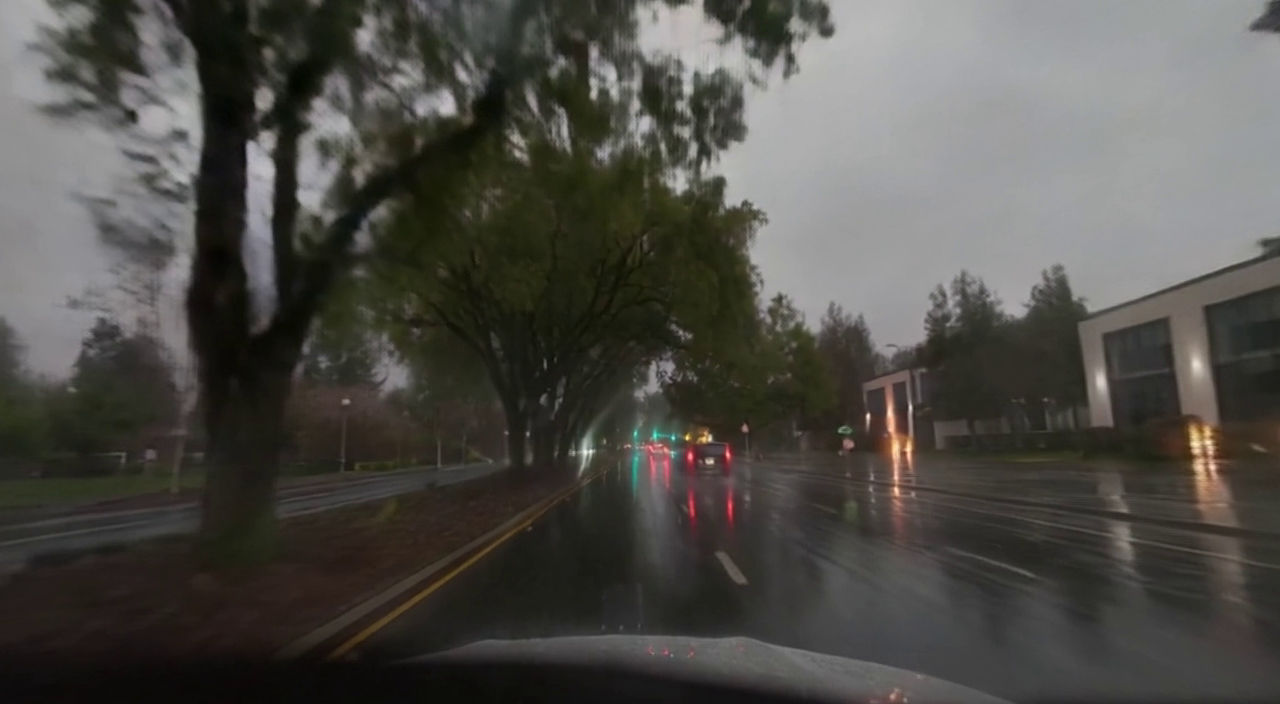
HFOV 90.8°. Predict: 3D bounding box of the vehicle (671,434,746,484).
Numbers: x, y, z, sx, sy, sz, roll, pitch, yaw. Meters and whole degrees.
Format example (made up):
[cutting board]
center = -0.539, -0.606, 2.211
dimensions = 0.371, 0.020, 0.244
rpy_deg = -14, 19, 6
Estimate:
[vehicle]
center = 2.523, 4.097, 24.502
dimensions = 2.240, 1.740, 4.605
rpy_deg = 0, -8, -2
